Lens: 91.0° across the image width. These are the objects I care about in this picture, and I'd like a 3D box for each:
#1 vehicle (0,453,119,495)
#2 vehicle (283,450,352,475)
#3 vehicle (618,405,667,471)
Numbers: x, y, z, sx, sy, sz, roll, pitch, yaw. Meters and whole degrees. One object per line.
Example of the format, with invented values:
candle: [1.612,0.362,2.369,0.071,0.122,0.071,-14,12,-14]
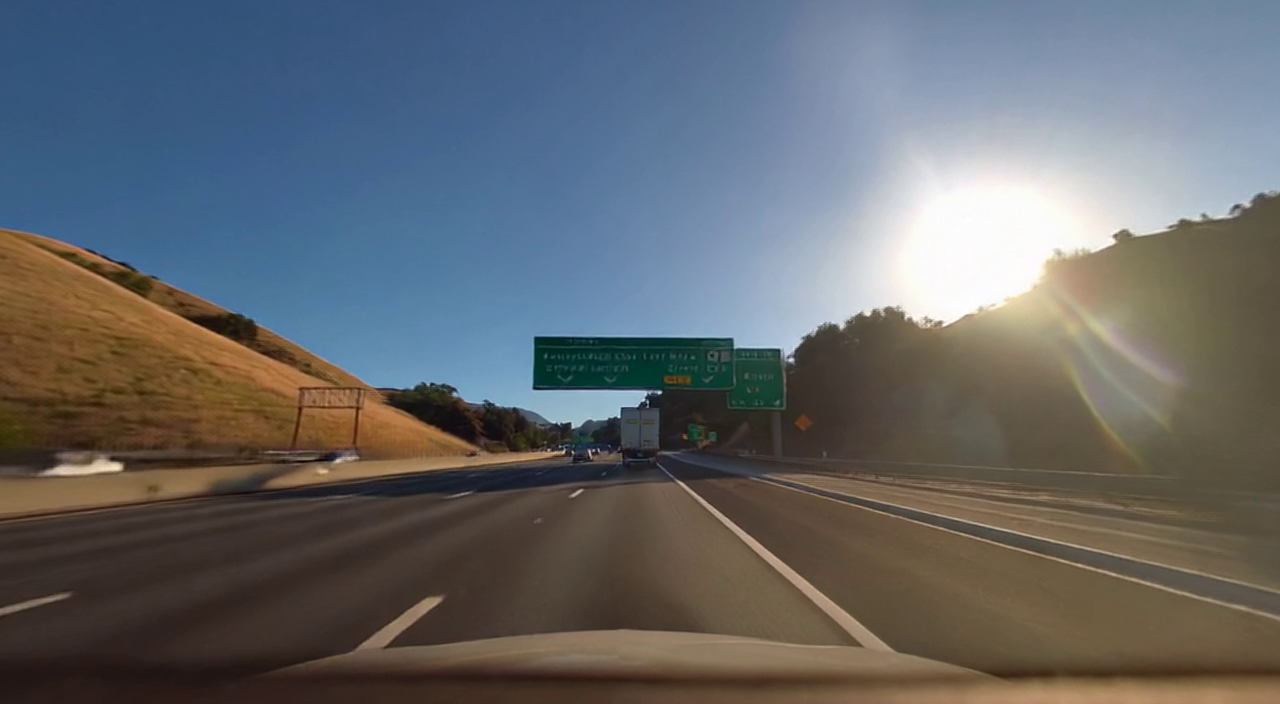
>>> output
vehicle: [-25.249,5.136,26.935,1.907,1.556,4.619,0,-9,1]
vehicle: [-21.651,7.426,42.496,2.047,1.574,4.700,0,-9,1]
vehicle: [0.270,6.273,45.432,3.039,4.131,11.822,0,-9,1]
